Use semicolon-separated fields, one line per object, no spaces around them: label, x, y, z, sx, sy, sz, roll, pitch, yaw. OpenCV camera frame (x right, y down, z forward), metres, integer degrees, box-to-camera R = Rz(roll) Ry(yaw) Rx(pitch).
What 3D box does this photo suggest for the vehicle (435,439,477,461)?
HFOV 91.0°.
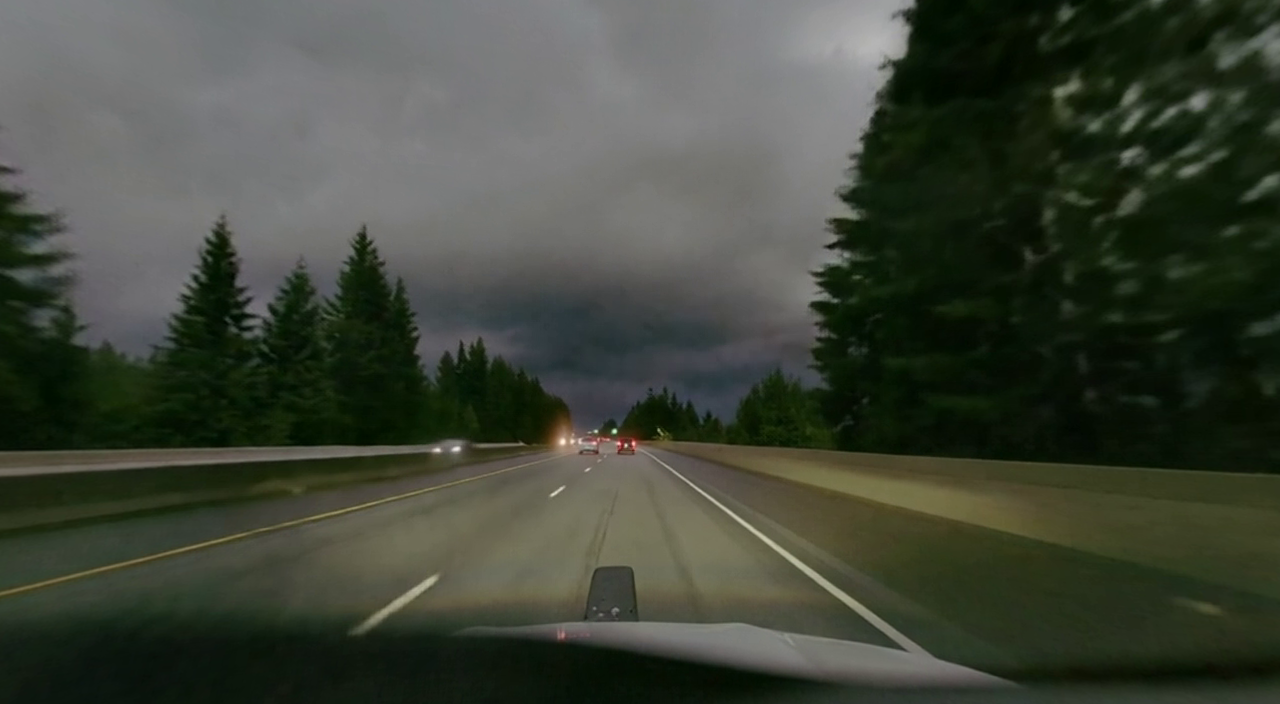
vehicle;-13.353;7.130;45.889;1.851;1.461;4.001;0;-8;-1
